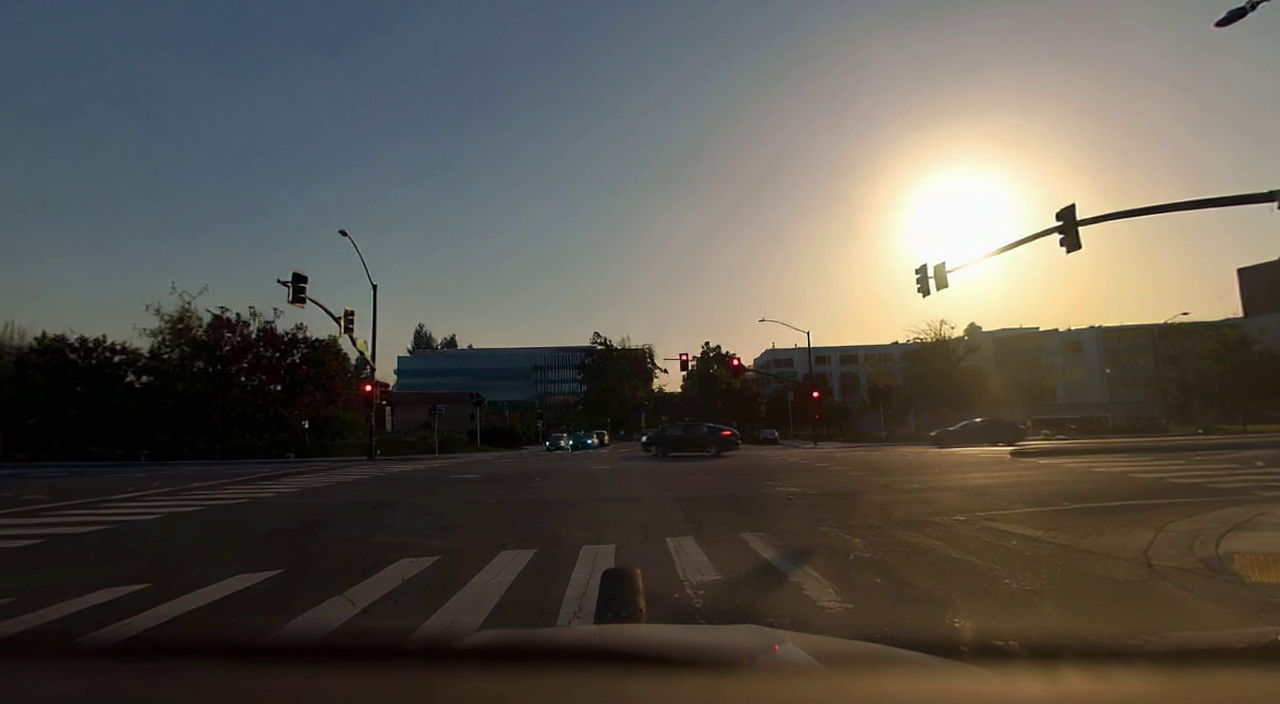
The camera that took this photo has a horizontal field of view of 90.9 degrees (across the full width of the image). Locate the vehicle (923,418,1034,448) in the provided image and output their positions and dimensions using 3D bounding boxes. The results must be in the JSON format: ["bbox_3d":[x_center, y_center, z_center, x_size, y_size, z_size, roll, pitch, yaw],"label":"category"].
[{"bbox_3d":[16.718,4.043,31.251,4.510,1.431,1.884,1,-9,-7],"label":"vehicle"}]

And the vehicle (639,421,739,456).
[{"bbox_3d":[2.227,4.050,29.568,4.407,1.569,1.859,1,-9,-4],"label":"vehicle"}]

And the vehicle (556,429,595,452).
[{"bbox_3d":[-4.404,6.173,43.770,1.919,1.467,4.086,-1,-9,6],"label":"vehicle"}]

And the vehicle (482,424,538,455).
[{"bbox_3d":[-8.309,5.731,40.884,2.000,1.864,5.044,-1,-9,7],"label":"vehicle"}]
